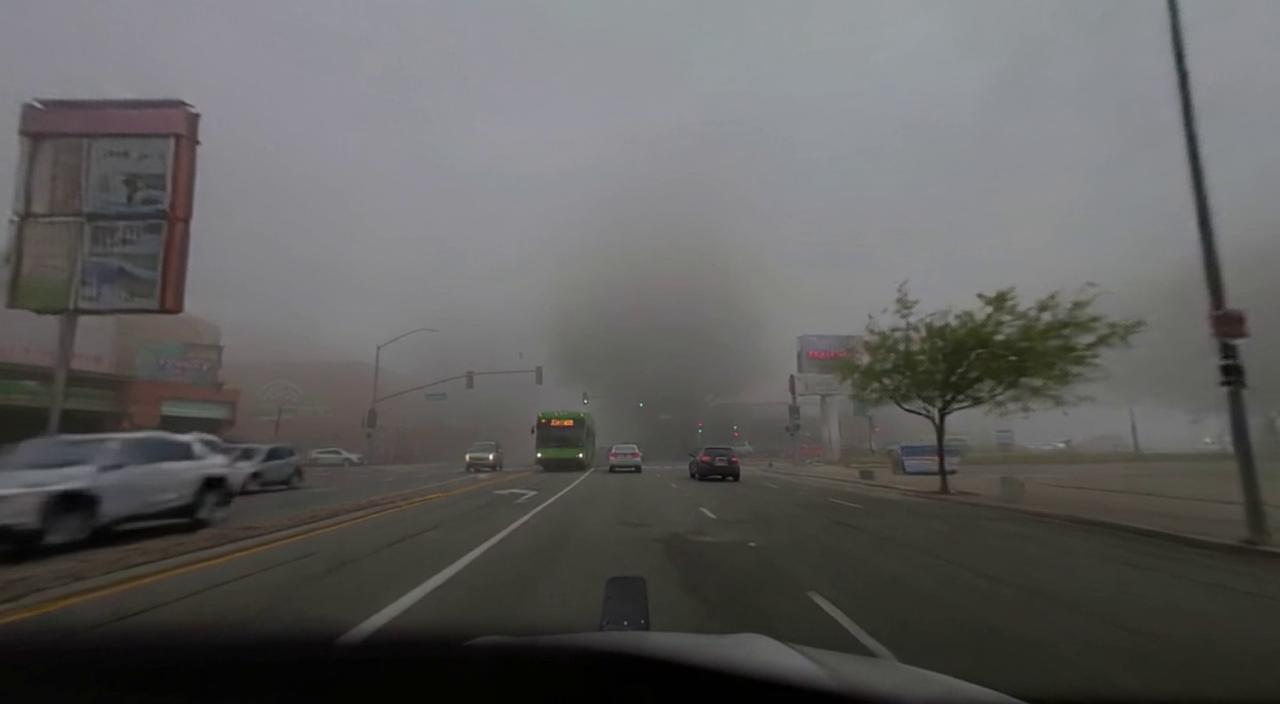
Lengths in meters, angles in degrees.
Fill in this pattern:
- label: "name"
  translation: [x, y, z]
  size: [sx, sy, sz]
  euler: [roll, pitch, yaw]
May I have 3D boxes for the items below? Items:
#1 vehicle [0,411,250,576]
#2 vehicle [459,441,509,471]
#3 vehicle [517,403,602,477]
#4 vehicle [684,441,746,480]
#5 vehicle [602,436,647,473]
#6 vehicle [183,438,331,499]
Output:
- label: "vehicle"
  translation: [-8.264, 1.890, 9.149]
  size: [2.154, 1.832, 4.820]
  euler: [0, -8, -1]
- label: "vehicle"
  translation: [-9.508, 6.371, 38.842]
  size: [2.157, 1.731, 4.433]
  euler: [0, -8, -3]
- label: "vehicle"
  translation: [-3.897, 4.824, 34.354]
  size: [3.018, 3.217, 13.998]
  euler: [0, -8, -1]
- label: "vehicle"
  translation: [3.126, 4.608, 27.170]
  size: [2.046, 1.540, 3.883]
  euler: [0, -8, -2]
- label: "vehicle"
  translation: [-0.868, 5.541, 34.362]
  size: [2.301, 1.837, 4.411]
  euler: [0, -8, -2]
- label: "vehicle"
  translation: [-12.292, 3.735, 20.698]
  size: [1.967, 1.727, 4.608]
  euler: [0, -8, -1]
